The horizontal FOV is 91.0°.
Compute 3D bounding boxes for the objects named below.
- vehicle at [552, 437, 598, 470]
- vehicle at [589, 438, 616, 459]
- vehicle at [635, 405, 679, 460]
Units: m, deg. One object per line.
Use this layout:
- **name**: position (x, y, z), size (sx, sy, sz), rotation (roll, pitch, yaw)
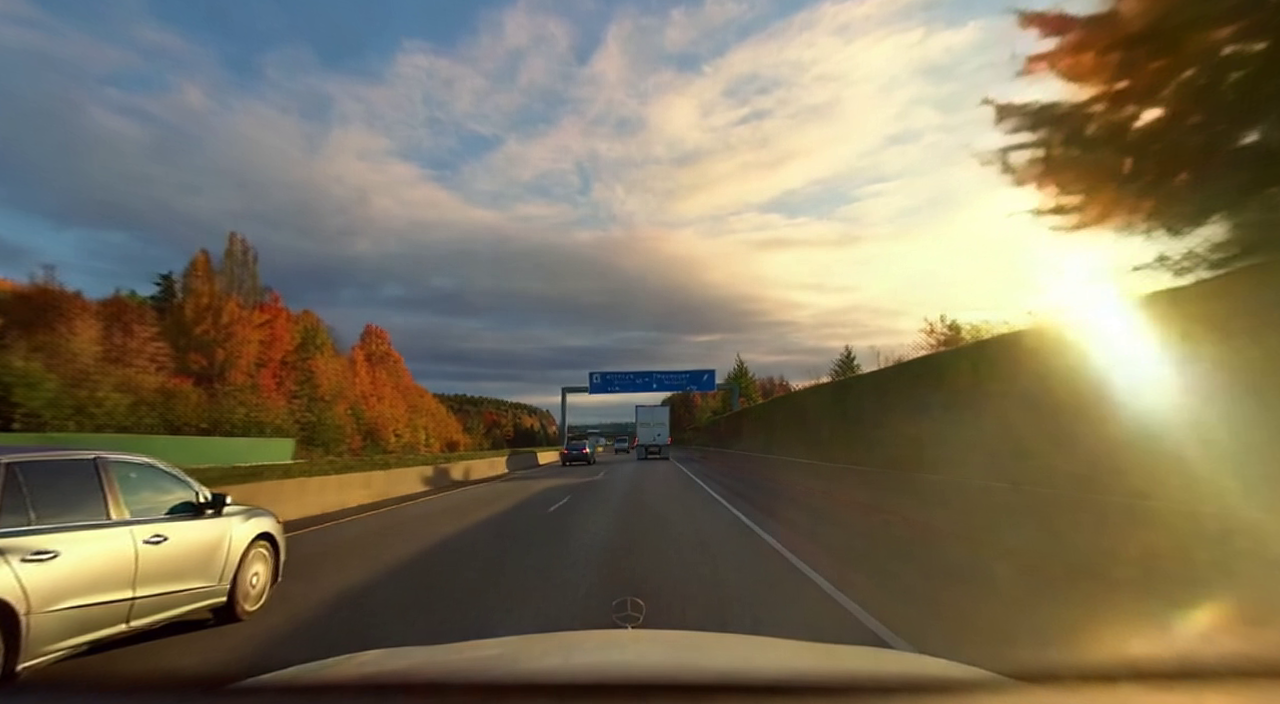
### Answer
- **vehicle**: position (-3.295, 5.242, 32.710), size (1.927, 1.556, 3.921), rotation (0, -8, 0)
- **vehicle**: position (-2.927, 7.657, 49.971), size (1.962, 1.575, 4.158), rotation (0, -8, 0)
- **vehicle**: position (1.254, 6.181, 47.859), size (2.933, 3.701, 10.425), rotation (0, -8, 1)
